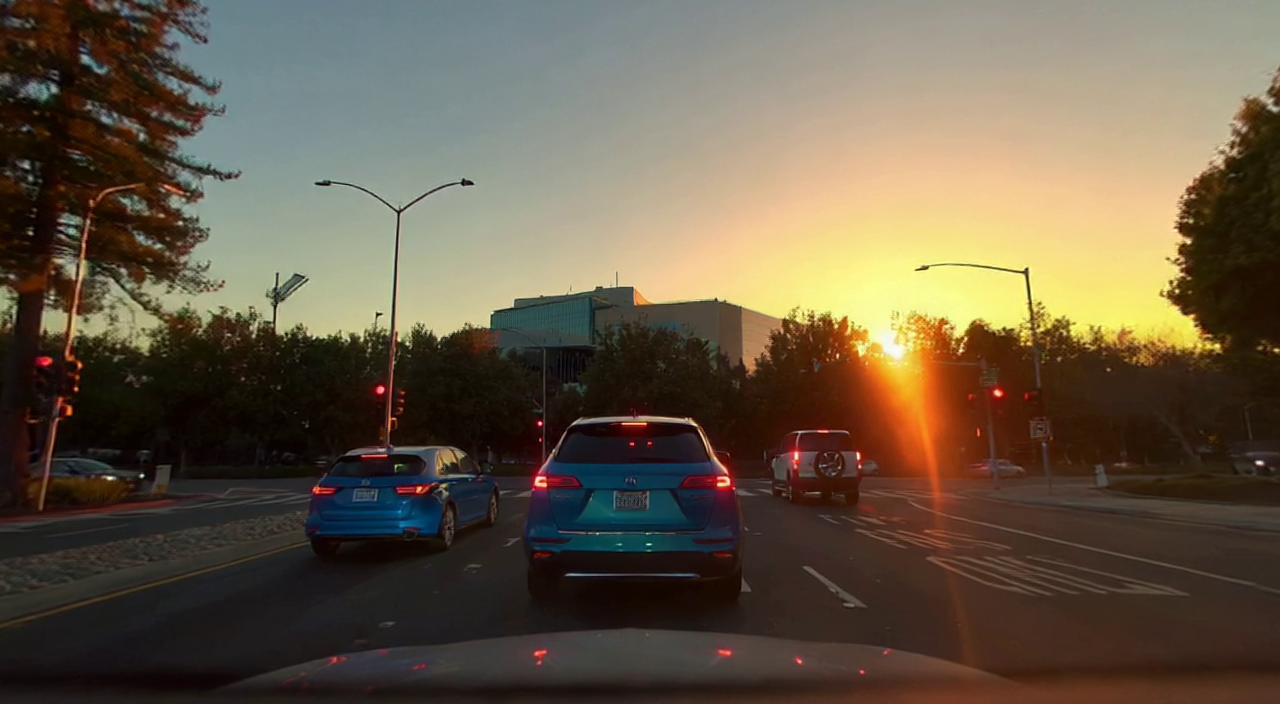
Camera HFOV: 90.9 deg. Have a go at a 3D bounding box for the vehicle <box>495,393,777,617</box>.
[{"bbox_3d":[-0.025,1.518,7.173,2.203,1.757,4.286,0,-8,0],"label":"vehicle"}]

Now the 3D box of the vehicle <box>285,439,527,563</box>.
[{"bbox_3d":[-3.190,2.097,9.760,1.913,1.453,4.413,0,-8,2],"label":"vehicle"}]

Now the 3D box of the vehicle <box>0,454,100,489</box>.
[{"bbox_3d":[-27.028,5.279,27.963,4.198,1.444,1.765,2,-9,-15],"label":"vehicle"}]

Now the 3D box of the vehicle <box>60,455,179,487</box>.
[{"bbox_3d":[-25.991,5.946,31.609,4.140,1.444,1.742,2,-9,-15],"label":"vehicle"}]

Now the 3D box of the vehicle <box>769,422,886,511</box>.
[{"bbox_3d":[4.815,2.999,16.907,2.084,2.053,4.073,-1,-8,4],"label":"vehicle"}]
